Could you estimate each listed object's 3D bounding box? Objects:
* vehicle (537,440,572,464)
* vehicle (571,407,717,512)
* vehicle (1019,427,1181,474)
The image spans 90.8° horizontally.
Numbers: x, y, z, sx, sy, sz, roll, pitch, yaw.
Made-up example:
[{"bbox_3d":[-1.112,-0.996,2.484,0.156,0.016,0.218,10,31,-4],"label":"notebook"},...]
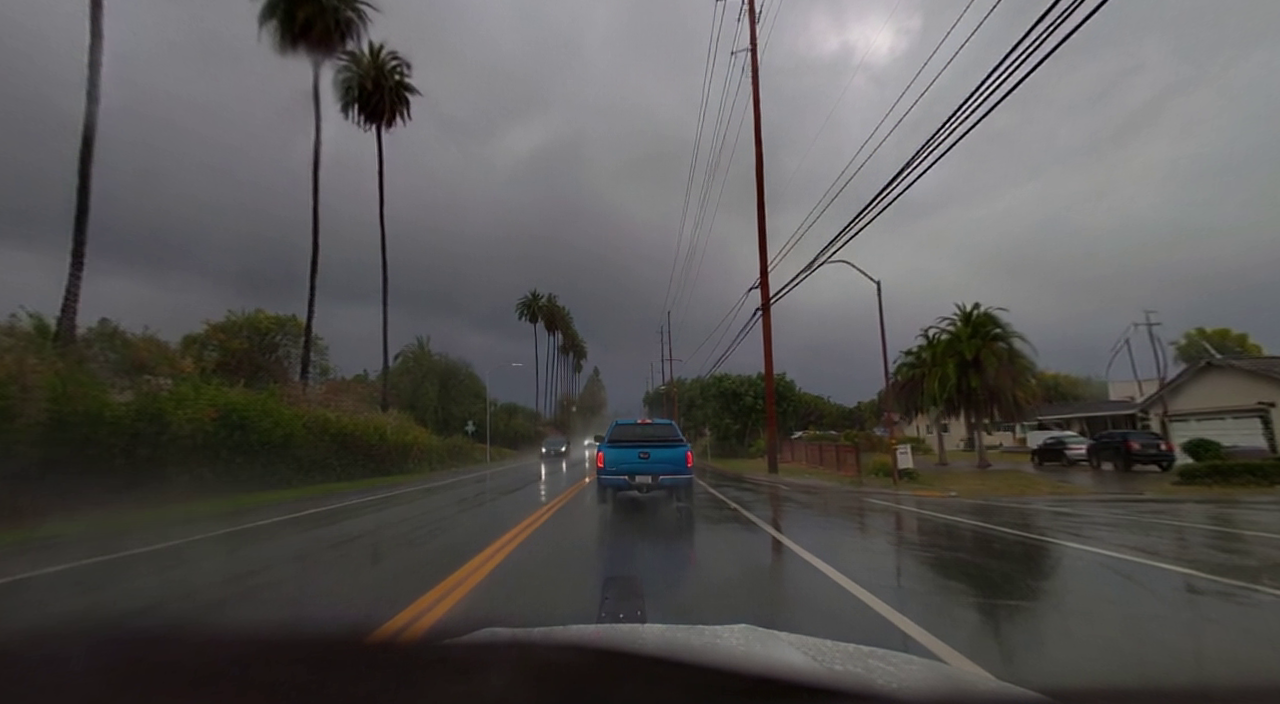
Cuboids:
[{"bbox_3d":[-6.289,7.399,46.914,2.140,1.706,4.229,0,-8,-1],"label":"vehicle"},{"bbox_3d":[0.021,2.554,15.419,2.848,2.047,5.885,0,-8,-1],"label":"vehicle"},{"bbox_3d":[20.326,4.402,28.456,2.277,1.836,6.267,0,-8,-4],"label":"vehicle"}]
